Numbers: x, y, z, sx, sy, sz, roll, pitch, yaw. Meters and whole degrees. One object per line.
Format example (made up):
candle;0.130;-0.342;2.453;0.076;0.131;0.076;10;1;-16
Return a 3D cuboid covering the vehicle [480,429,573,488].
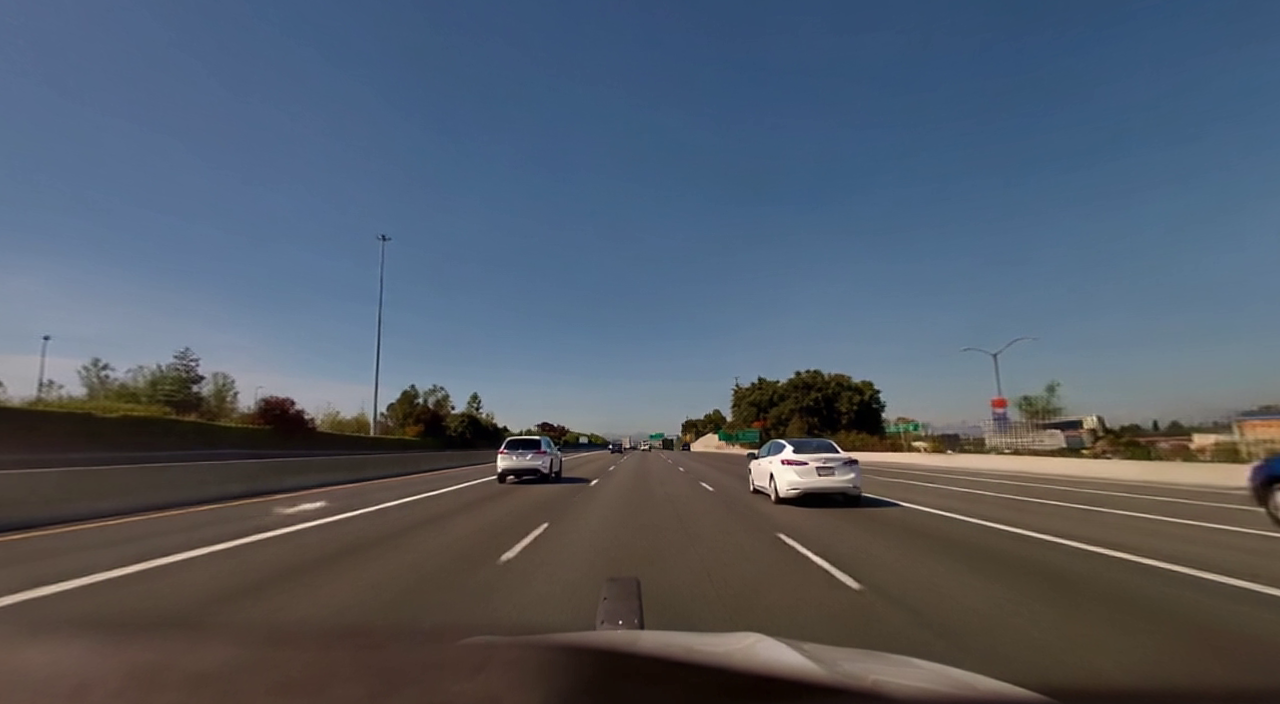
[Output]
vehicle;-3.642;3.536;21.217;2.193;1.746;4.512;0;-9;1

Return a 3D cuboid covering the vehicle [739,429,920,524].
vehicle;3.516;2.427;12.940;2.107;1.550;4.949;0;-9;-1
